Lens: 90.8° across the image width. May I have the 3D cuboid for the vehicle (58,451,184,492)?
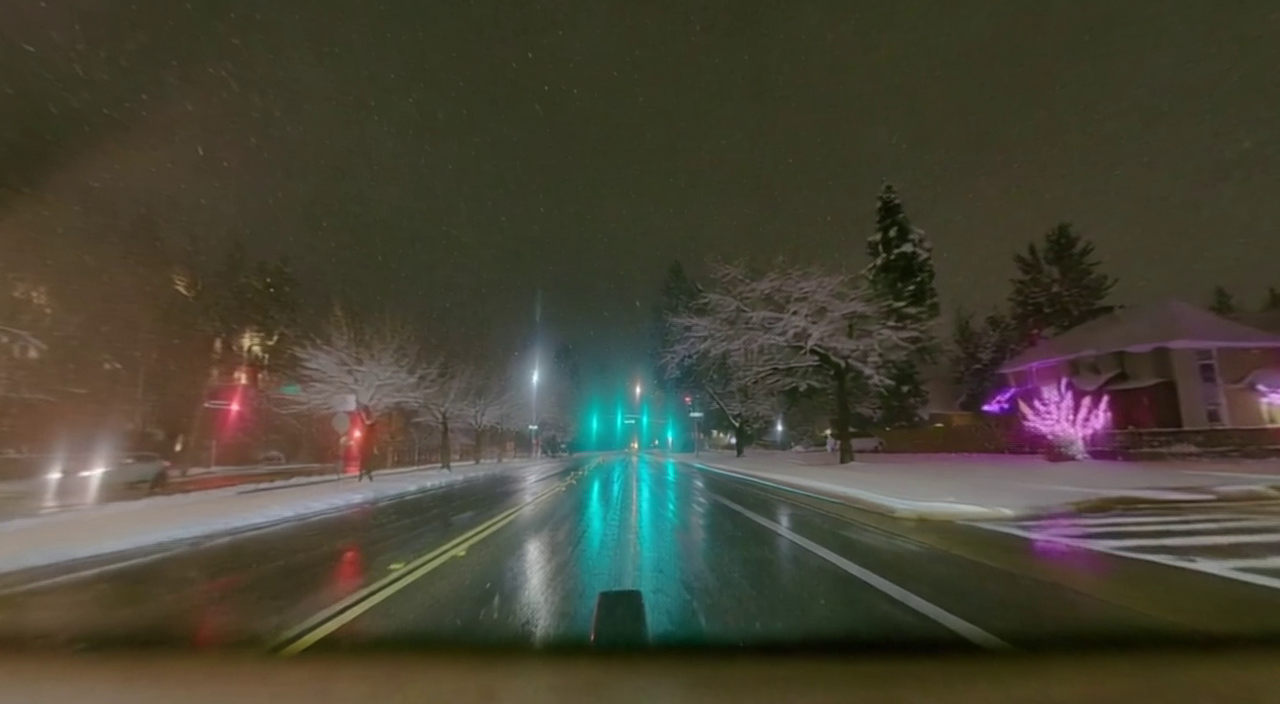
[{"bbox_3d":[-24.010,5.500,29.486,2.150,1.710,4.503,0,-8,-3],"label":"vehicle"}]
